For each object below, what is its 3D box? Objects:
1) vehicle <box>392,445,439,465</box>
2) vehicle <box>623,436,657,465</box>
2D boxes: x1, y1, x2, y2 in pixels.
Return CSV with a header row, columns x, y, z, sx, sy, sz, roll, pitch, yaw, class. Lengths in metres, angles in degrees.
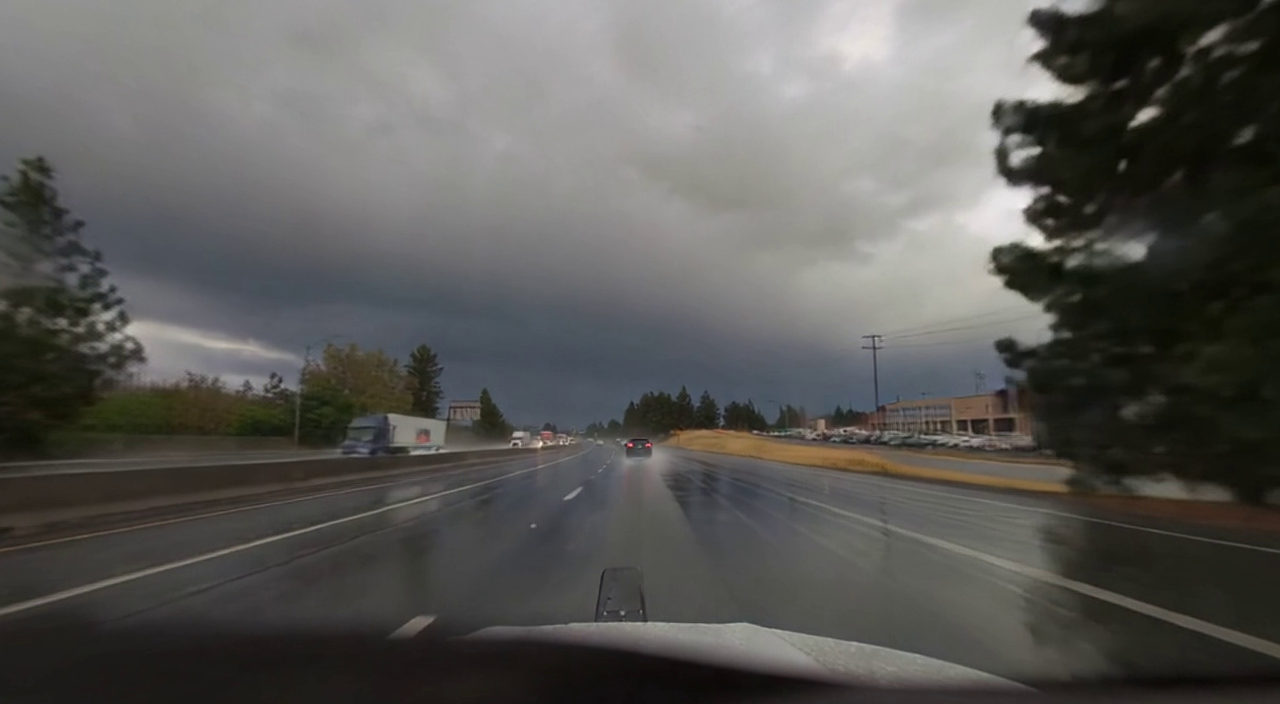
x,y,z,sx,sy,sz,roll,pitch,yaw,class
-17.638,8.074,49.503,1.988,1.500,4.746,0,-8,-1,vehicle
-0.075,6.167,39.502,2.029,1.666,4.064,0,-8,-2,vehicle
